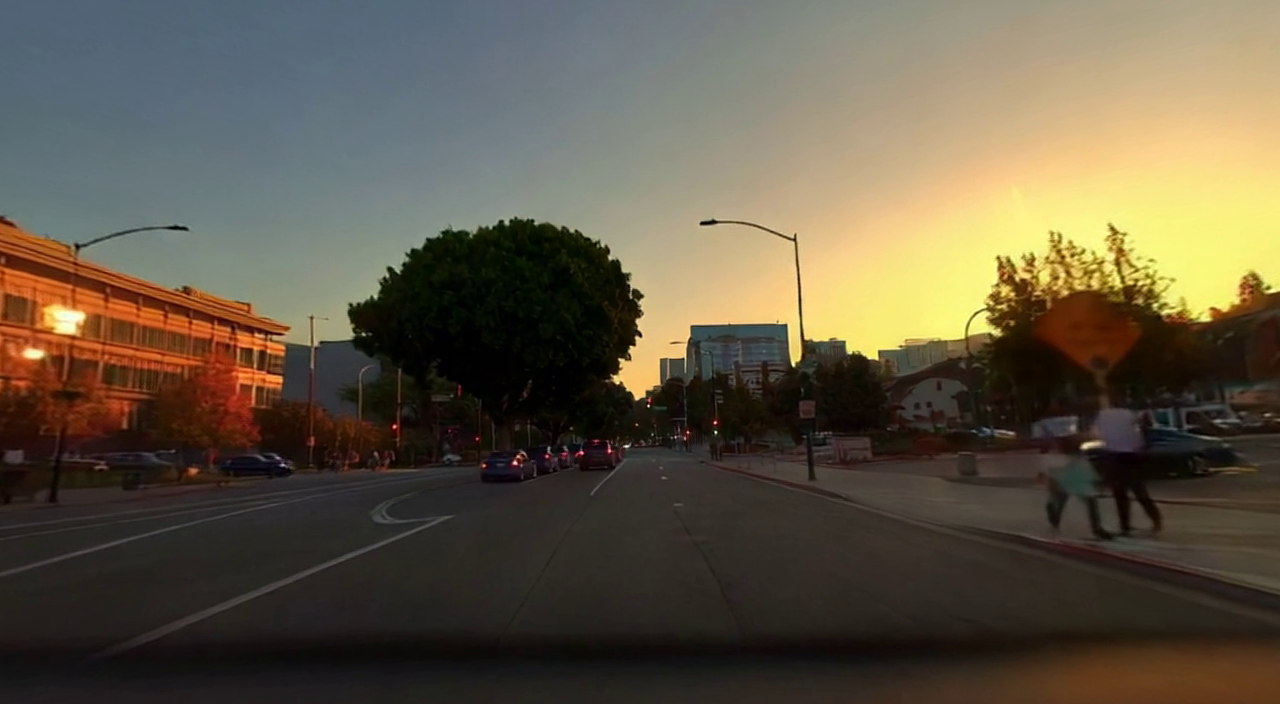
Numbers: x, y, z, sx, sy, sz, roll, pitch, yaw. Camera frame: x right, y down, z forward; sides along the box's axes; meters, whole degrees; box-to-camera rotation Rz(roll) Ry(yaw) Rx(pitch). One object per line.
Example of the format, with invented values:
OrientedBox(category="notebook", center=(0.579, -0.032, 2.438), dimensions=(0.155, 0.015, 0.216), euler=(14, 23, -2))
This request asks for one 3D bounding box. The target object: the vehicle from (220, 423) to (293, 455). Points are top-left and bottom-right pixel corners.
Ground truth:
OrientedBox(category="vehicle", center=(-25.266, 5.745, 41.721), dimensions=(3.572, 2.012, 1.872), euler=(-1, -8, -1))

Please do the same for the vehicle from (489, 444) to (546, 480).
OrientedBox(category="vehicle", center=(-5.646, 5.090, 29.468), dimensions=(1.889, 1.572, 3.599), euler=(0, -8, 1))

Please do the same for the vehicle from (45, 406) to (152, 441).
OrientedBox(category="vehicle", center=(-25.658, 3.420, 30.024), dimensions=(3.556, 1.611, 1.623), euler=(0, -8, 2))

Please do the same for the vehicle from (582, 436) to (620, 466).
OrientedBox(category="vehicle", center=(-2.841, 7.433, 47.618), dimensions=(2.496, 2.155, 5.468), euler=(0, -8, 0))

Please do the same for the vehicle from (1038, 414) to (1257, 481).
OrientedBox(category="vehicle", center=(14.843, 2.850, 18.735), dimensions=(4.562, 1.648, 2.028), euler=(-3, -9, 3))
